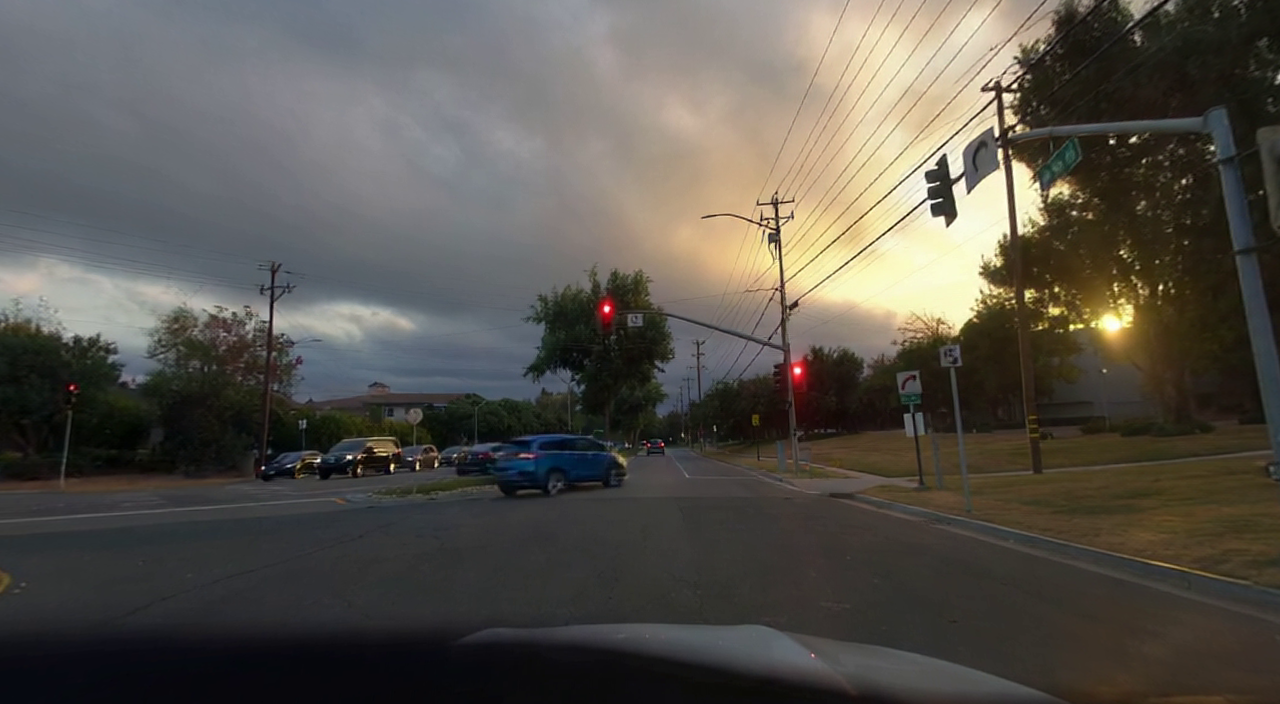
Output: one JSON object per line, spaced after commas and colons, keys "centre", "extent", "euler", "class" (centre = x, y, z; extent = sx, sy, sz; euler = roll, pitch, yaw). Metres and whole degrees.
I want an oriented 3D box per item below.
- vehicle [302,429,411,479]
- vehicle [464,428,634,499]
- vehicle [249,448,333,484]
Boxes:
{"centre": [-13.117, 4.766, 29.630], "extent": [2.350, 2.104, 5.828], "euler": [0, -8, 1], "class": "vehicle"}
{"centre": [-2.336, 3.021, 17.383], "extent": [2.051, 1.666, 4.607], "euler": [-6, -10, 34], "class": "vehicle"}
{"centre": [-17.090, 5.590, 31.005], "extent": [1.942, 1.477, 3.957], "euler": [-4, -9, -1], "class": "vehicle"}
